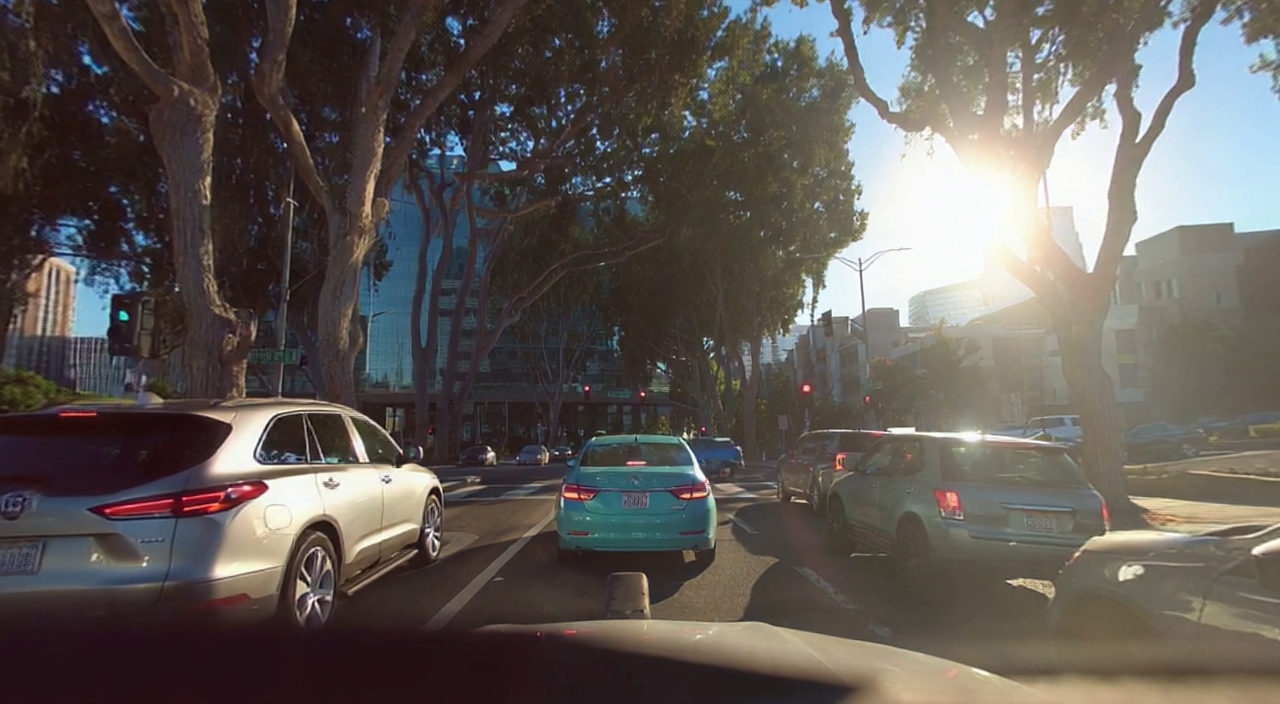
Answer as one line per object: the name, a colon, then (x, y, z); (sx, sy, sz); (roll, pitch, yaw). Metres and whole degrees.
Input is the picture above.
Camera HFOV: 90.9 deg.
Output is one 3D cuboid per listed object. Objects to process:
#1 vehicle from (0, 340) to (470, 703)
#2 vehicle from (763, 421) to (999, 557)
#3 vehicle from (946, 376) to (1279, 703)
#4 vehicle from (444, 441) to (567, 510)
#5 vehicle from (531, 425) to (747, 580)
vehicle: (-3.145, 1.161, 5.061); (2.168, 1.750, 4.625); (-1, -9, 1)
vehicle: (3.411, 2.021, 10.033); (2.040, 1.647, 4.379); (0, -9, 1)
vehicle: (3.320, 0.961, 2.830); (1.899, 1.588, 3.888); (0, -9, 0)
vehicle: (-3.060, 2.906, 15.319); (1.975, 1.420, 4.196); (-1, -9, 1)
vehicle: (-0.033, 1.800, 8.329); (2.147, 1.507, 3.953); (0, -9, -1)
